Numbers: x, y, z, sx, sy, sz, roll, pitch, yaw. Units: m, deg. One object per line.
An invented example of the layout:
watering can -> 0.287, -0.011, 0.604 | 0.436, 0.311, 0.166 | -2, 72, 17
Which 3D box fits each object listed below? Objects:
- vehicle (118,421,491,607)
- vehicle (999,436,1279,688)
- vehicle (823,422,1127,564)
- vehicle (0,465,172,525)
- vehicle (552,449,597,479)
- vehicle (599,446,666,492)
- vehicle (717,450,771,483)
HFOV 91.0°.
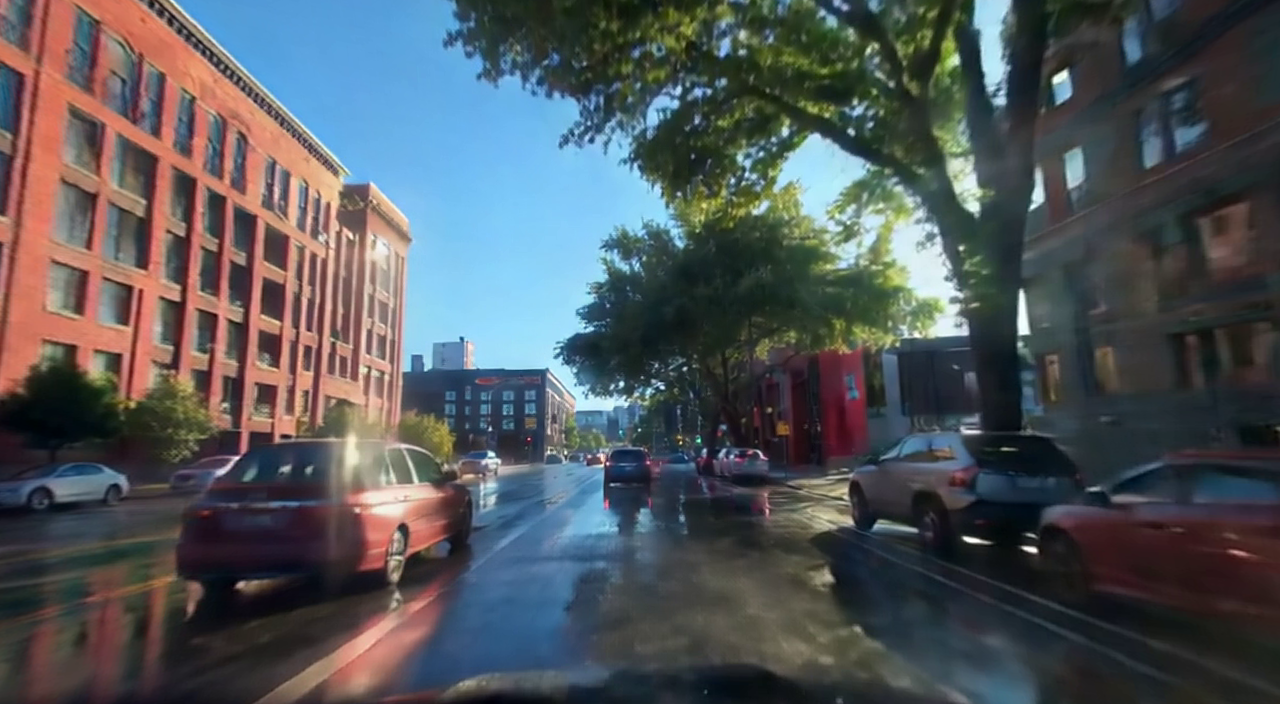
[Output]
vehicle -> -3.421, 1.729, 7.737 | 1.934, 1.548, 4.635 | 0, -9, 1
vehicle -> 4.815, 1.377, 4.478 | 1.910, 1.499, 4.495 | 0, -9, 1
vehicle -> 4.892, 2.125, 10.296 | 2.123, 1.736, 4.795 | 1, -9, -3
vehicle -> -17.832, 4.489, 20.269 | 1.978, 1.568, 4.632 | 0, -9, -1
vehicle -> -3.640, 6.345, 35.818 | 1.972, 1.560, 4.066 | 0, -9, 2
vehicle -> -0.286, 4.226, 23.090 | 2.230, 1.518, 4.113 | 0, -9, -1
vehicle -> 4.968, 5.522, 30.693 | 1.832, 1.491, 4.054 | 1, -9, -2
